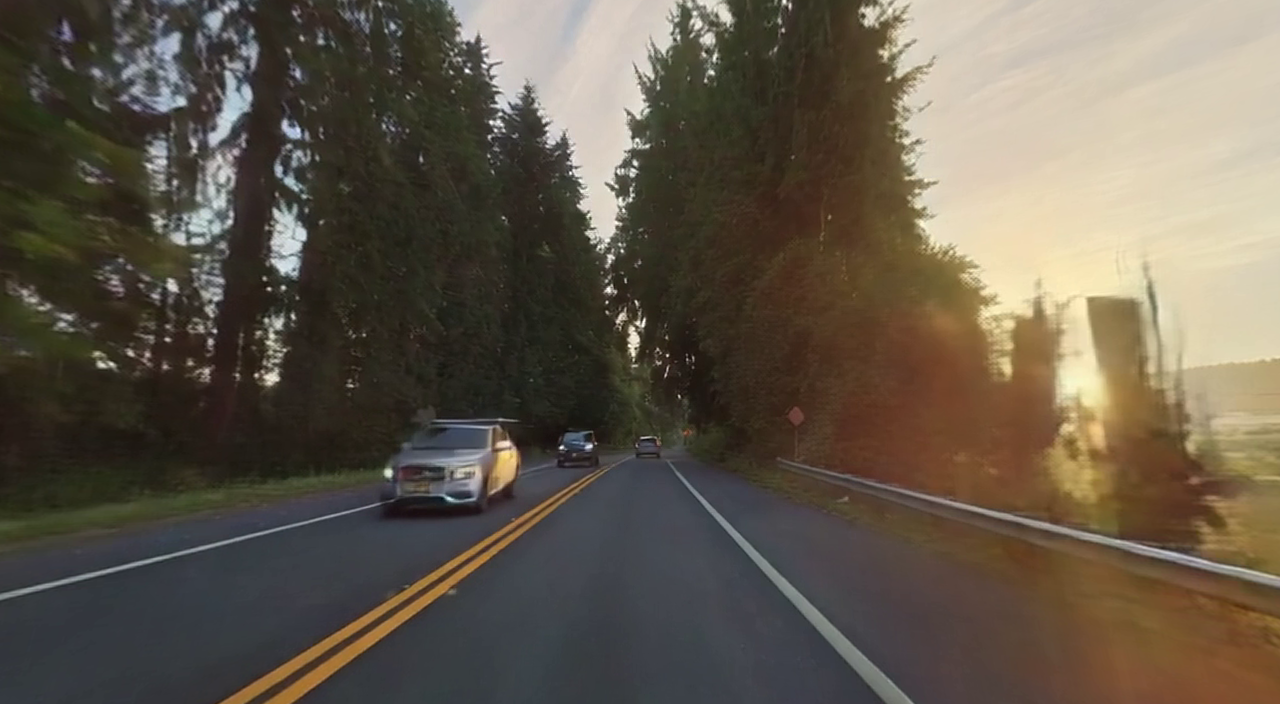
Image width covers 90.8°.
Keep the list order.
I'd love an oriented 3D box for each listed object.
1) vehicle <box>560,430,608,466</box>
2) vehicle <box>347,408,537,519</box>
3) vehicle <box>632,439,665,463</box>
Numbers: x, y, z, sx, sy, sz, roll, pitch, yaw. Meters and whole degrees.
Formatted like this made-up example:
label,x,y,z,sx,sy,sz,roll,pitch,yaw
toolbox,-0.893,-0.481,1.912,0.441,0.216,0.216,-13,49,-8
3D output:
label,x,y,z,sx,sy,sz,roll,pitch,yaw
vehicle,-3.497,6.193,40.888,2.441,2.113,5.738,0,-9,1
vehicle,-4.137,2.489,14.564,2.461,2.030,5.478,0,-9,2
vehicle,0.563,6.616,42.254,2.067,1.486,3.861,0,-9,1
